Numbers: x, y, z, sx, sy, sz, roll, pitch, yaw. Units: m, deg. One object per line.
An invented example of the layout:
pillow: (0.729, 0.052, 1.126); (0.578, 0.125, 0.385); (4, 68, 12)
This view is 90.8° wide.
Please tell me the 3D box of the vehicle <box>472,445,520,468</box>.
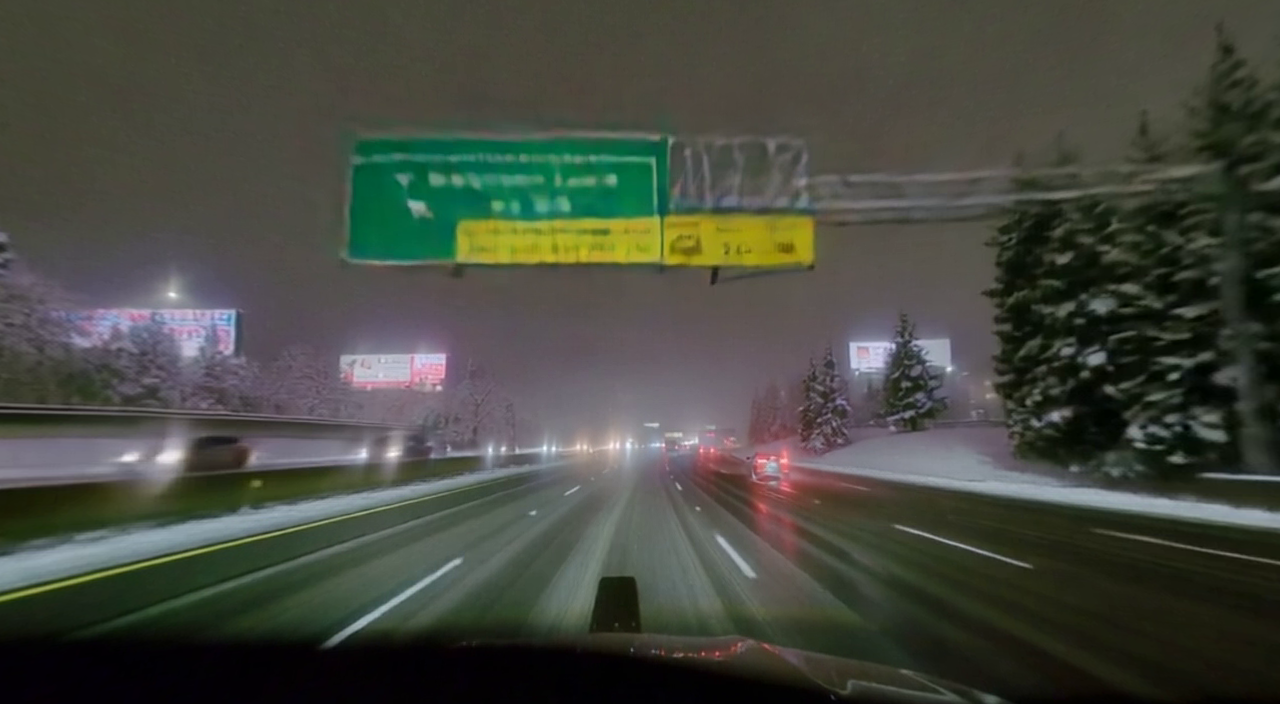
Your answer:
vehicle: (-10.026, 7.304, 44.470); (1.958, 1.477, 4.713); (-1, -8, 4)

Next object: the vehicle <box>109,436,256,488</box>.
vehicle: (-15.664, 3.776, 21.985); (1.867, 1.588, 4.237); (0, -8, 1)

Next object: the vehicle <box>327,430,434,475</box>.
vehicle: (-12.286, 4.844, 30.530); (2.513, 1.935, 5.871); (-1, -8, 2)
